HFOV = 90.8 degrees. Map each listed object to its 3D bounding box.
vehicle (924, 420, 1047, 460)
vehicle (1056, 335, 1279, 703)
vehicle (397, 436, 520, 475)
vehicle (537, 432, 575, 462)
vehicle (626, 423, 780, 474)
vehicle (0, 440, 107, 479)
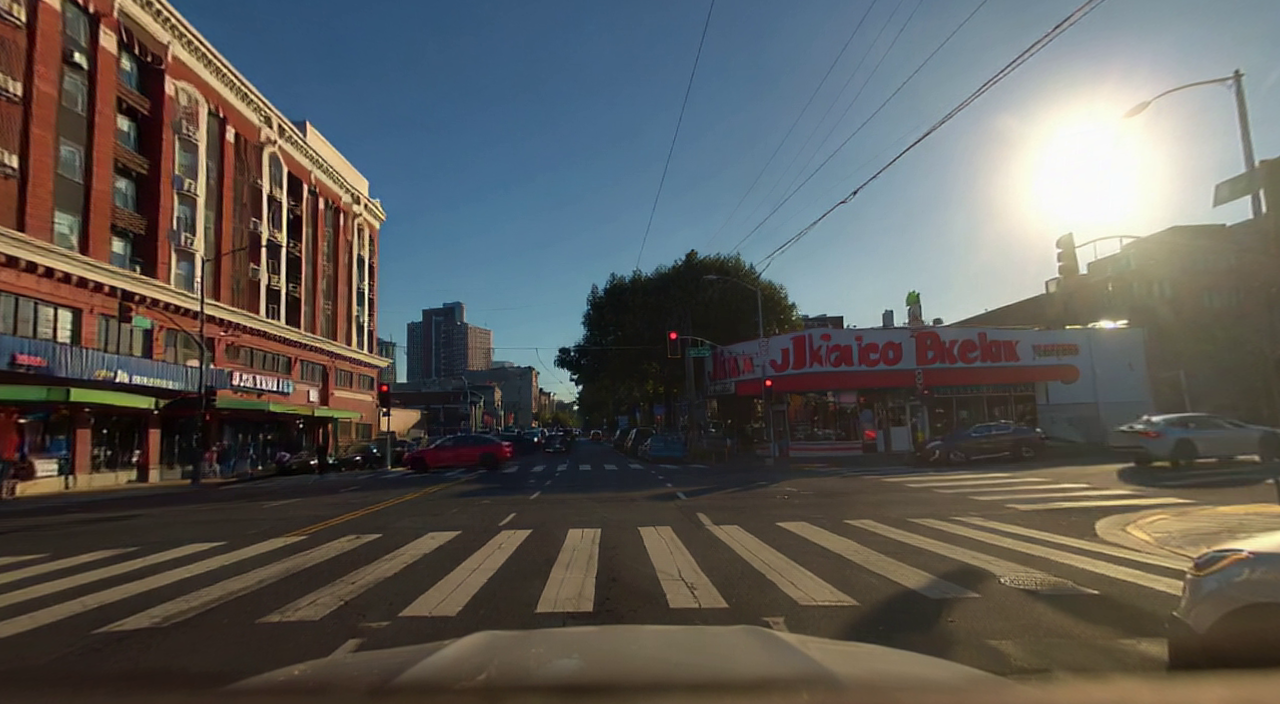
[{"bbox_3d":[15.321,3.918,28.154,4.513,1.682,1.810,1,-9,-8],"label":"vehicle"},{"bbox_3d":[3.019,0.603,0.872,1.866,1.654,4.354,0,-8,0],"label":"vehicle"},{"bbox_3d":[-7.161,4.135,25.341,4.475,1.458,1.681,1,-9,-7],"label":"vehicle"},{"bbox_3d":[-5.086,5.804,38.623,1.976,1.683,4.117,0,-8,-4],"label":"vehicle"},{"bbox_3d":[1.963,3.106,20.430,4.612,1.521,1.811,1,-9,-10],"label":"vehicle"},{"bbox_3d":[-31.571,5.642,33.535,2.205,1.903,5.877,1,-9,-10],"label":"vehicle"}]
